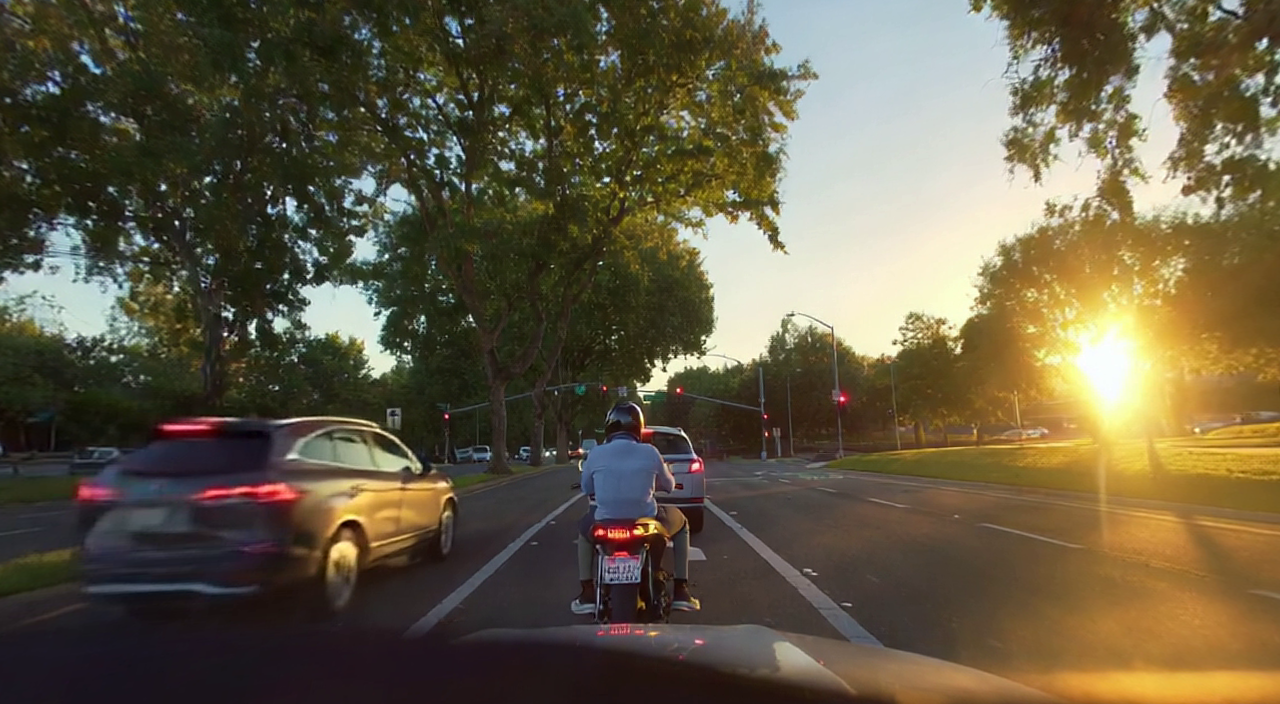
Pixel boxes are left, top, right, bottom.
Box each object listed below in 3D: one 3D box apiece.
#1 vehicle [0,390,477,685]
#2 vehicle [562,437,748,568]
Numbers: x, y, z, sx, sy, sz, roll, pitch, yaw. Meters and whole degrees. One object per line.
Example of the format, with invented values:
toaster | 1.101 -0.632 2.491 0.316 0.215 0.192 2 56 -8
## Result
vehicle | -3.291 1.409 6.147 2.056 1.647 5.045 0 -8 0
vehicle | 0.126 2.026 9.409 2.093 1.450 4.437 0 -8 -1
